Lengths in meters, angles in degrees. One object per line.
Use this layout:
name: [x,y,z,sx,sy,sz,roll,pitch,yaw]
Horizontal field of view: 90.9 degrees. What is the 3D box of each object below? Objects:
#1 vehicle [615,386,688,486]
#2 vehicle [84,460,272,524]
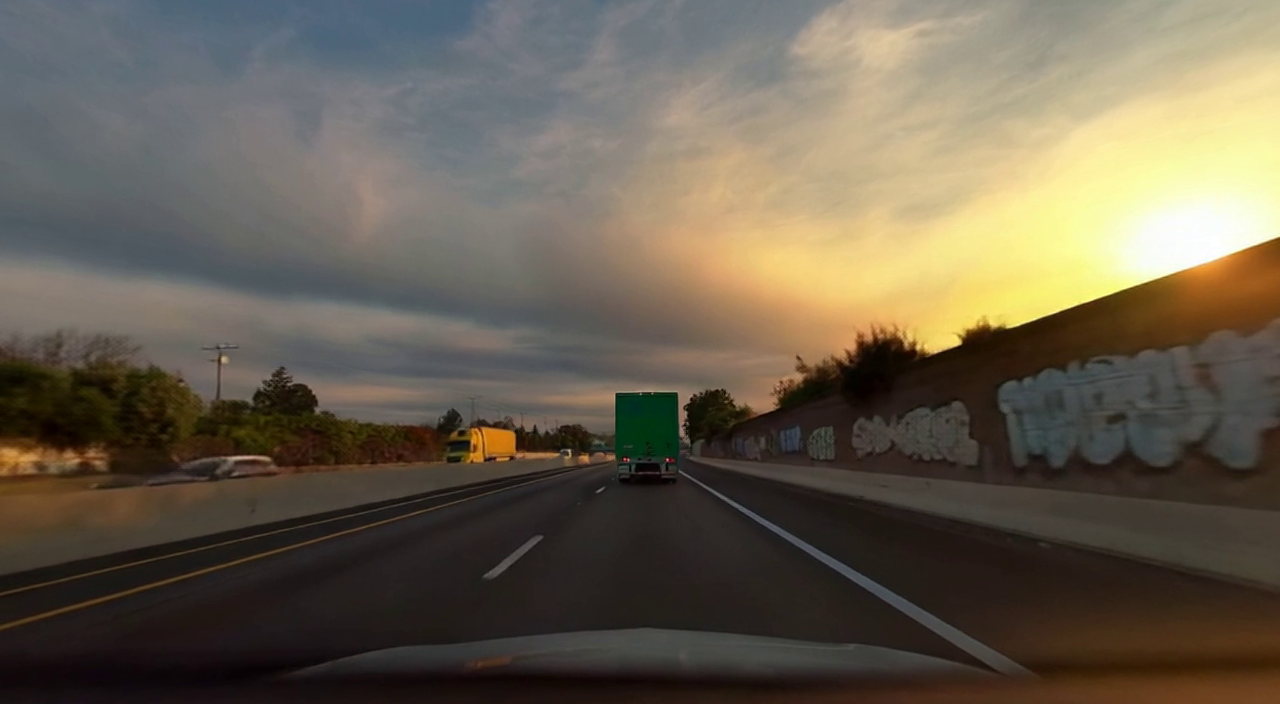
vehicle: [0.362,4.119,30.088,2.900,3.955,10.151,0,-9,-1]
vehicle: [-12.085,3.639,16.915,1.795,1.426,4.297,0,-9,-1]
